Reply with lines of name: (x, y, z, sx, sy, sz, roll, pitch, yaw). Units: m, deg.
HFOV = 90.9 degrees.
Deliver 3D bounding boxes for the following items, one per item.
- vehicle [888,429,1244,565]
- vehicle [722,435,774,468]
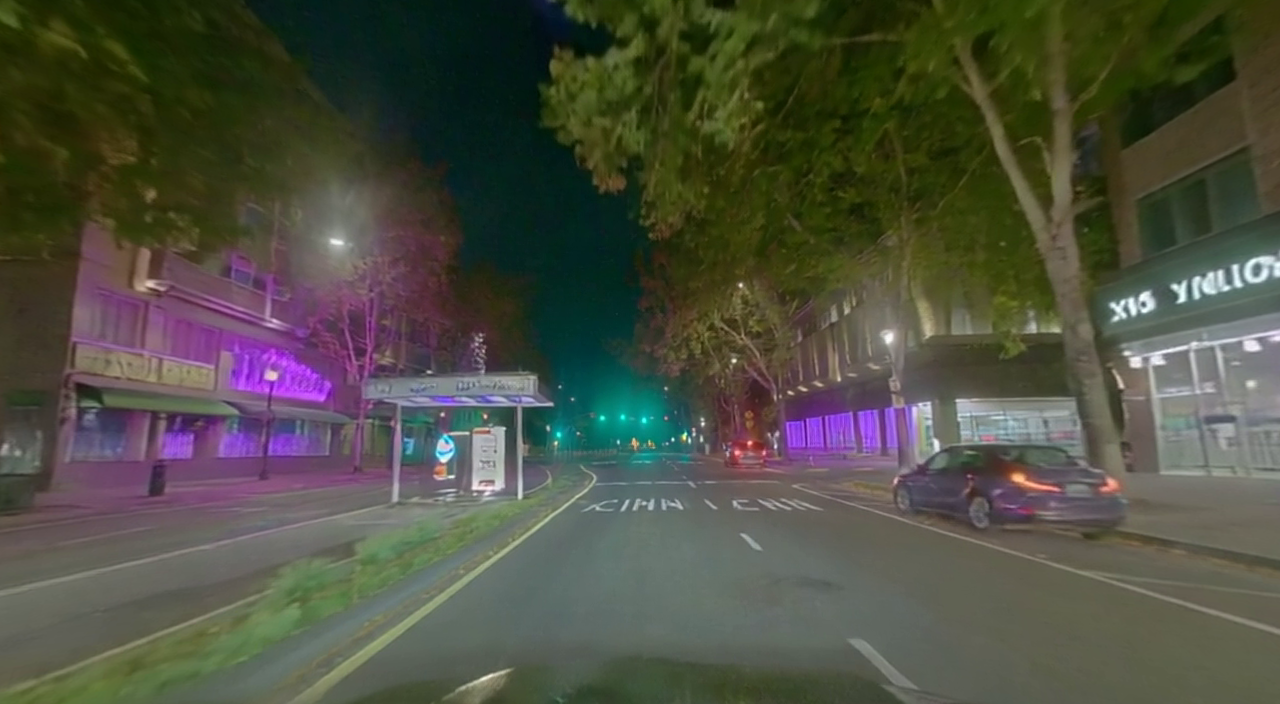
vehicle: (5.874, 2.022, 9.764, 2.088, 1.543, 4.964, 0, -8, 1)
vehicle: (6.540, 6.106, 38.776, 2.112, 1.894, 4.910, 1, -8, -3)
